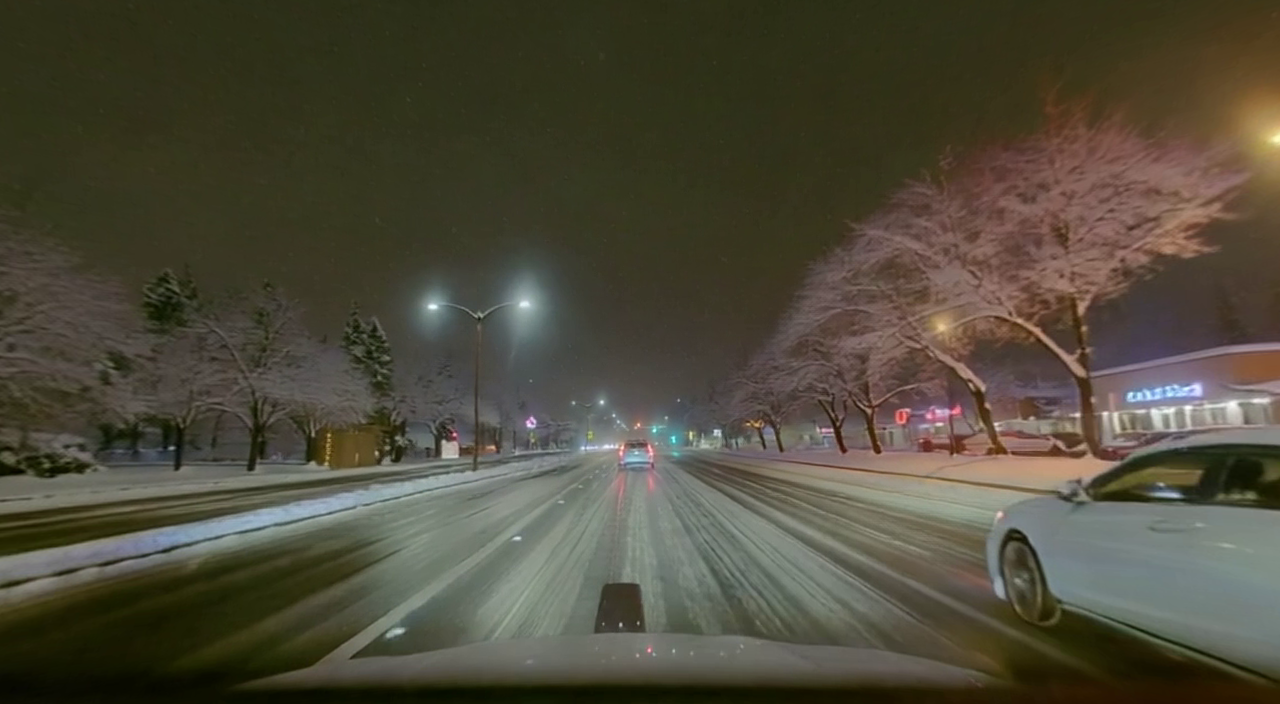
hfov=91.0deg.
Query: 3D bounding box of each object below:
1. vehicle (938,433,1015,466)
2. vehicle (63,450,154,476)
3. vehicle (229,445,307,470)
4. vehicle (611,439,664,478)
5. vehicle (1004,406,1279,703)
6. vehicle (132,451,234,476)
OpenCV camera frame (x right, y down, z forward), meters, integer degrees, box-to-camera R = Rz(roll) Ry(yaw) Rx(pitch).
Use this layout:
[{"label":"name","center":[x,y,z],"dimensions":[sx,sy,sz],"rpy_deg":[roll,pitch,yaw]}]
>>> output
[{"label":"vehicle","center":[19.057,5.555,35.895],"dimensions":[1.894,1.706,4.583],"rpy_deg":[0,-8,1]},{"label":"vehicle","center":[-32.836,6.861,39.091],"dimensions":[1.950,1.466,4.704],"rpy_deg":[1,-9,-7]},{"label":"vehicle","center":[-27.299,7.744,46.290],"dimensions":[4.519,1.712,1.932],"rpy_deg":[0,-8,0]},{"label":"vehicle","center":[-0.139,4.300,25.657],"dimensions":[1.998,1.452,3.773],"rpy_deg":[0,-8,-1]},{"label":"vehicle","center":[3.805,0.900,2.262],"dimensions":[2.153,1.456,4.705],"rpy_deg":[0,-8,0]},{"label":"vehicle","center":[-27.505,6.702,37.969],"dimensions":[4.644,1.437,1.827],"rpy_deg":[0,-9,-2]}]
